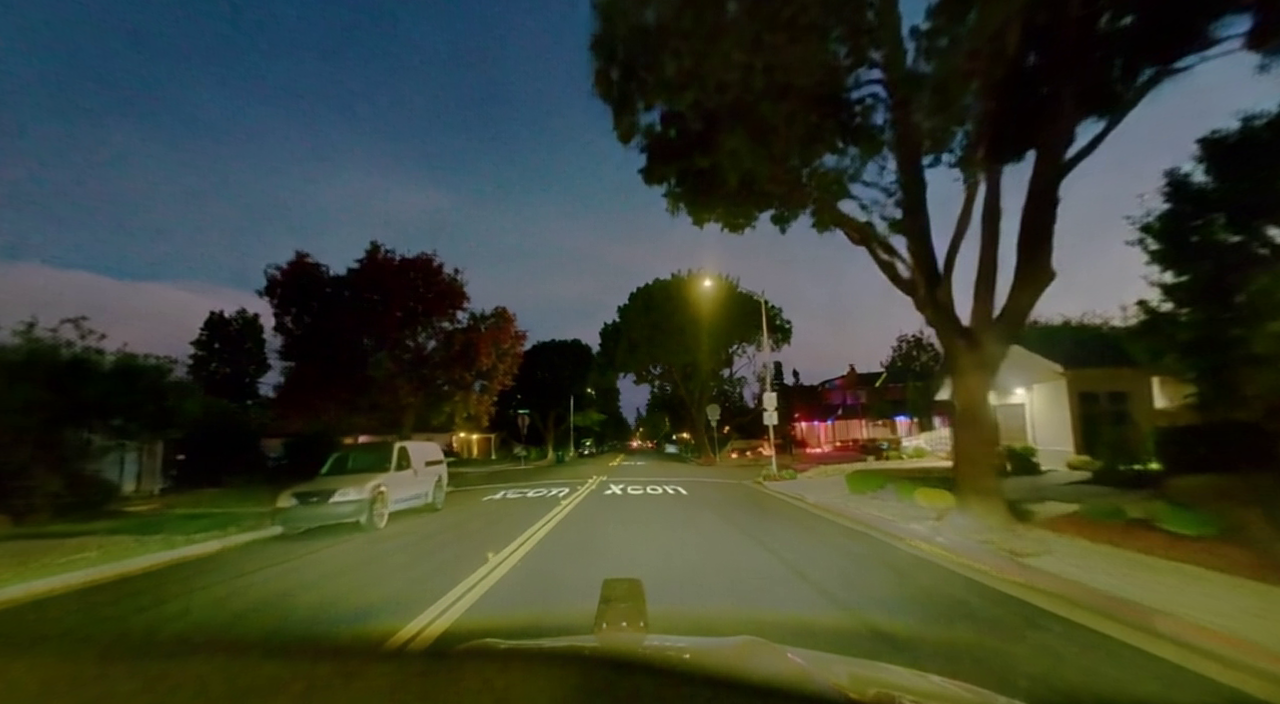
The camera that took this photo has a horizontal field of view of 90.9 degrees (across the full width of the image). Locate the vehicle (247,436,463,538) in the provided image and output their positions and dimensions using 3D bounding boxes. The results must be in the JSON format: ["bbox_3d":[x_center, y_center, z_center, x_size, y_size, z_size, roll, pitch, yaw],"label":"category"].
[{"bbox_3d":[-5.096,2.441,12.148,2.038,1.571,4.524,0,-8,0],"label":"vehicle"}]
